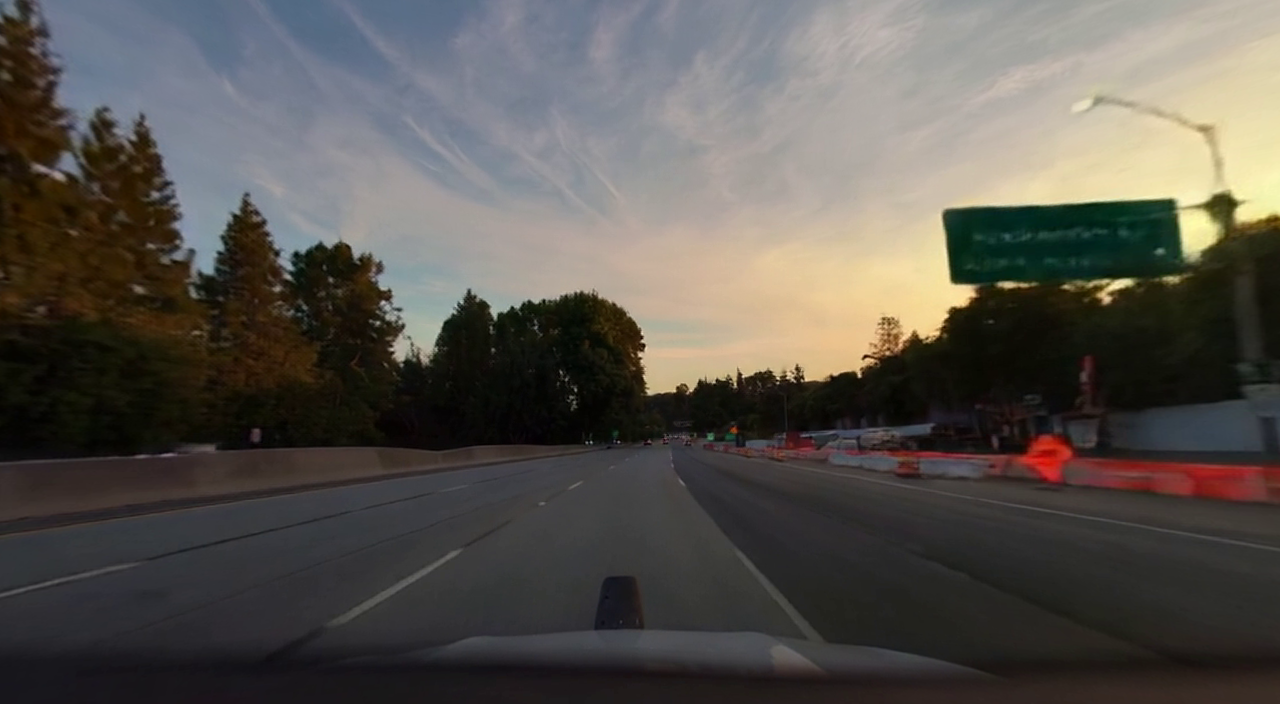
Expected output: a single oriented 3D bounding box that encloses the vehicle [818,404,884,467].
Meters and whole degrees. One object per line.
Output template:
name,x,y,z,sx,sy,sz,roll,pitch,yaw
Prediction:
vehicle,12.869,5.130,38.687,2.772,3.642,3.493,0,-9,1
